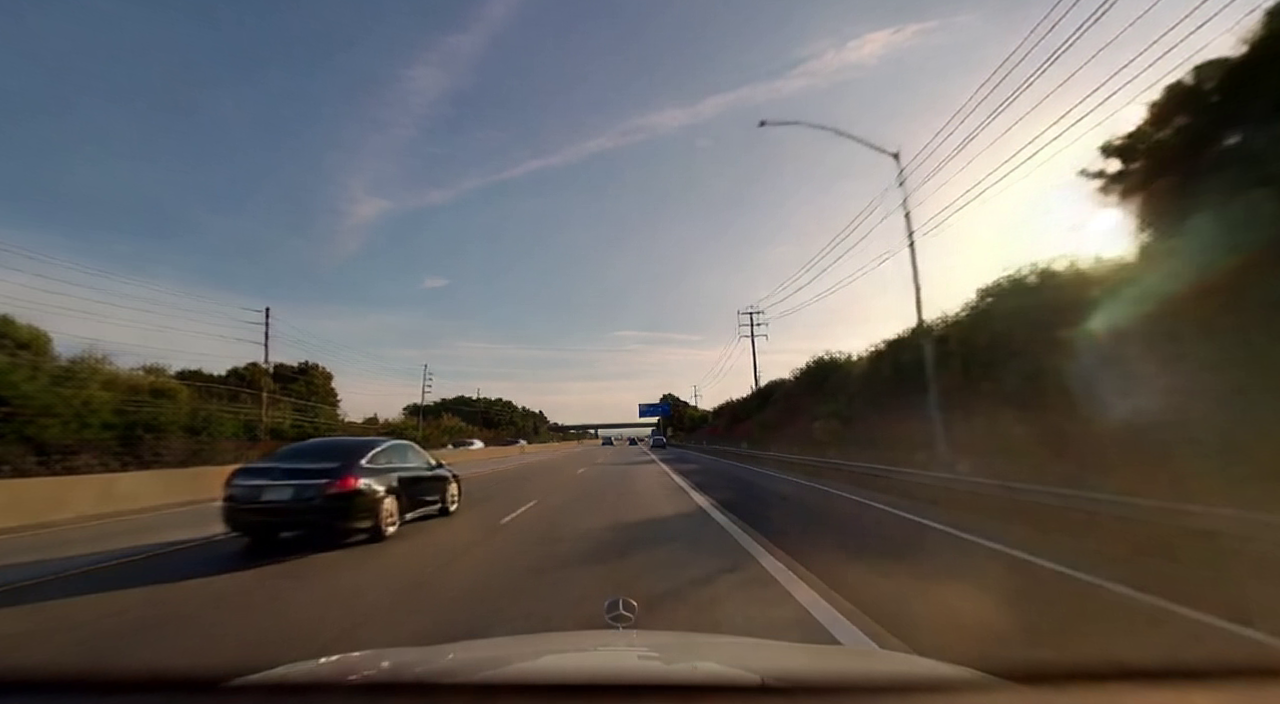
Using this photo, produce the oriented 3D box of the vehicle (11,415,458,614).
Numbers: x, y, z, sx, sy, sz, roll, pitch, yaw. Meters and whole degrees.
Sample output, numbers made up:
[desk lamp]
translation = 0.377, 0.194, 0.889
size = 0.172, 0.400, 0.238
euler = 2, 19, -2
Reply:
[vehicle]
translation = -3.882, 1.614, 7.412
size = 2.016, 1.543, 4.870
euler = 0, -8, 0
